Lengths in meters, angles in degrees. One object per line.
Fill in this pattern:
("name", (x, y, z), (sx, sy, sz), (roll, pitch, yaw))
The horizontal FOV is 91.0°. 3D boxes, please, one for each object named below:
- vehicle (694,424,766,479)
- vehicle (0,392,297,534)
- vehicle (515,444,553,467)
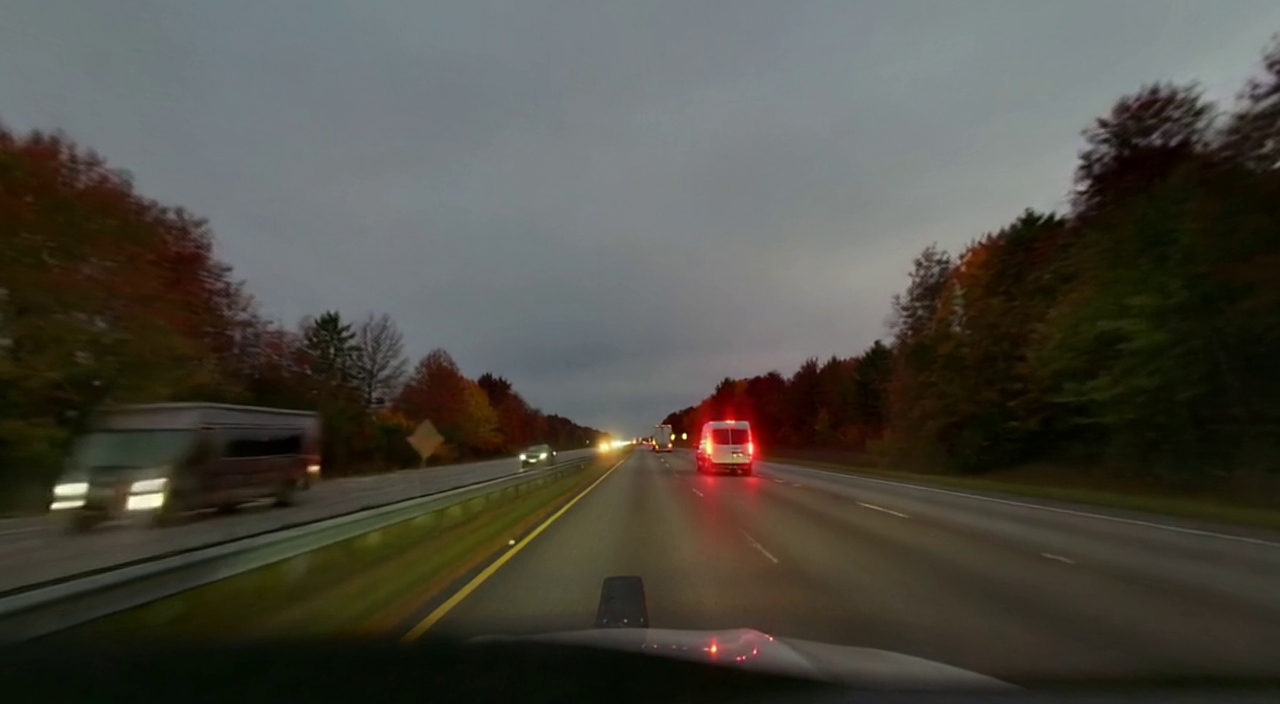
("vehicle", (3.726, 4.230, 26.966), (2.291, 2.112, 5.052), (0, -8, 0))
("vehicle", (-11.207, 2.529, 14.990), (2.451, 2.664, 6.216), (0, -8, 1))
("vehicle", (-7.232, 7.102, 43.347), (1.872, 1.518, 4.401), (0, -8, 0))
